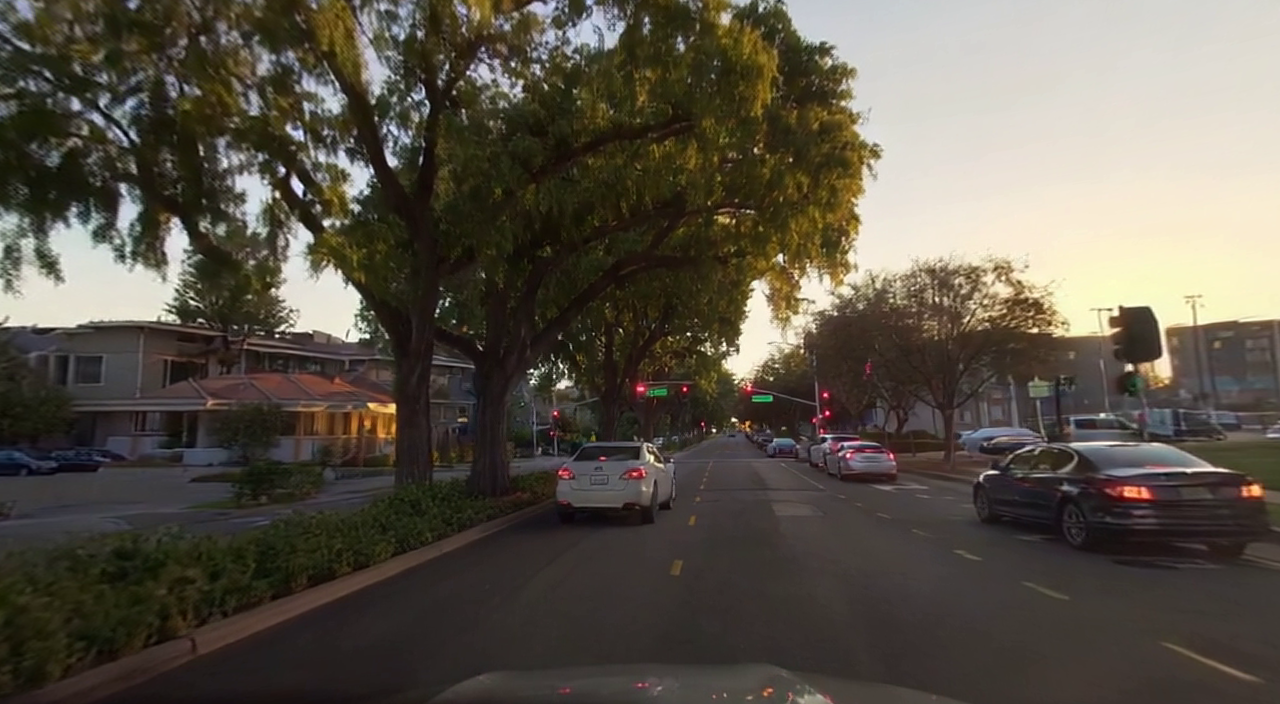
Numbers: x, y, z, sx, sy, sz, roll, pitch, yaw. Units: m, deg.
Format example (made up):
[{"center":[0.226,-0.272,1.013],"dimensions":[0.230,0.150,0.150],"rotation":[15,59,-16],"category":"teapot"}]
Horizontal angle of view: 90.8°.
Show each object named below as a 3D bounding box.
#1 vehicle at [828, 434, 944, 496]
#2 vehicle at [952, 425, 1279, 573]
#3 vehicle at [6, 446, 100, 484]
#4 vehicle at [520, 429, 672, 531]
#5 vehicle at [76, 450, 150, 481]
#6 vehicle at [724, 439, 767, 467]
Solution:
[{"center":[6.677,3.082,17.713],"dimensions":[1.910,1.493,4.490],"rotation":[-1,-8,7],"category":"vehicle"},{"center":[6.169,1.819,8.690],"dimensions":[1.857,1.483,4.430],"rotation":[-1,-8,6],"category":"vehicle"},{"center":[-26.462,5.024,28.463],"dimensions":[4.127,1.583,1.978],"rotation":[-5,-10,32],"category":"vehicle"},{"center":[-0.565,2.220,11.600],"dimensions":[1.968,1.497,4.286],"rotation":[-1,-8,7],"category":"vehicle"},{"center":[-25.868,5.526,30.962],"dimensions":[3.527,1.390,1.681],"rotation":[-5,-10,32],"category":"vehicle"},{"center":[5.906,5.677,35.801],"dimensions":[2.095,1.473,4.301],"rotation":[-1,-8,6],"category":"vehicle"}]
